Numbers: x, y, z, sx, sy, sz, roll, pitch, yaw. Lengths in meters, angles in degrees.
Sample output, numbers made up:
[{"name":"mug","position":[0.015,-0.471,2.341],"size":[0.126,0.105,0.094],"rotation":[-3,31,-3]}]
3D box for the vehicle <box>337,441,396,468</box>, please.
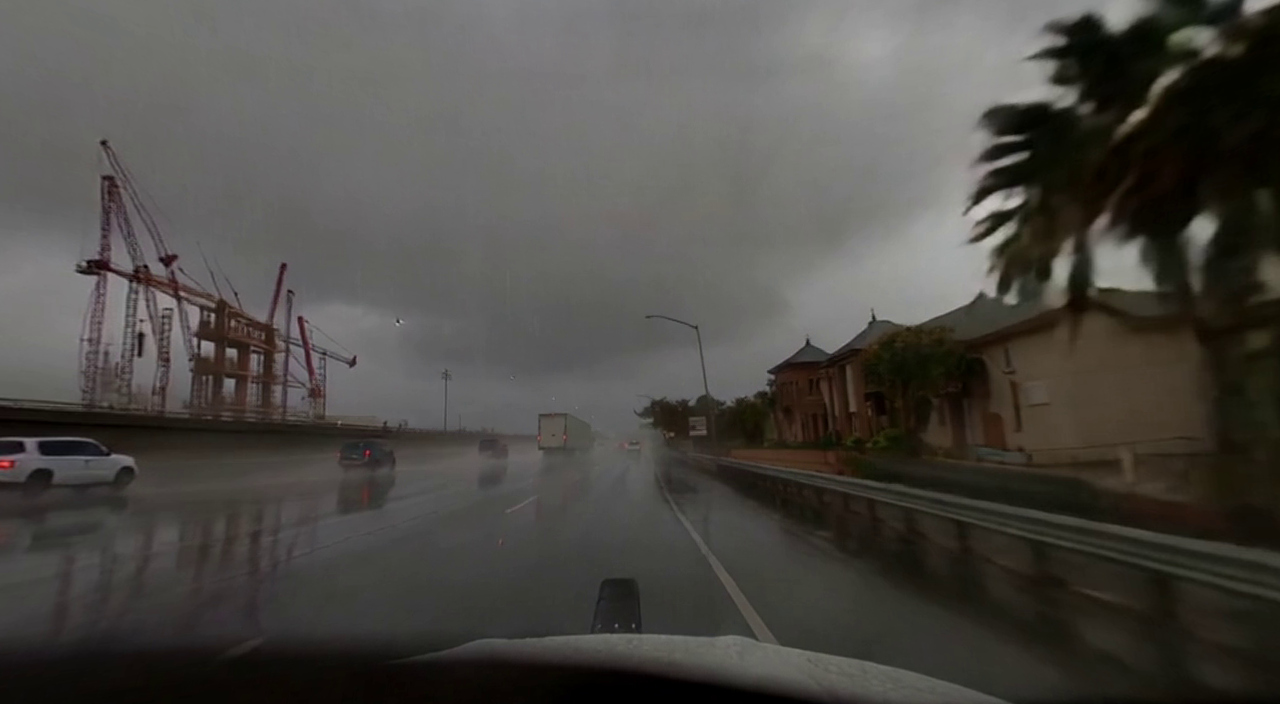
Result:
[{"name":"vehicle","position":[-18.608,6.981,43.194],"size":[1.932,1.752,4.541],"rotation":[0,-9,0]}]
